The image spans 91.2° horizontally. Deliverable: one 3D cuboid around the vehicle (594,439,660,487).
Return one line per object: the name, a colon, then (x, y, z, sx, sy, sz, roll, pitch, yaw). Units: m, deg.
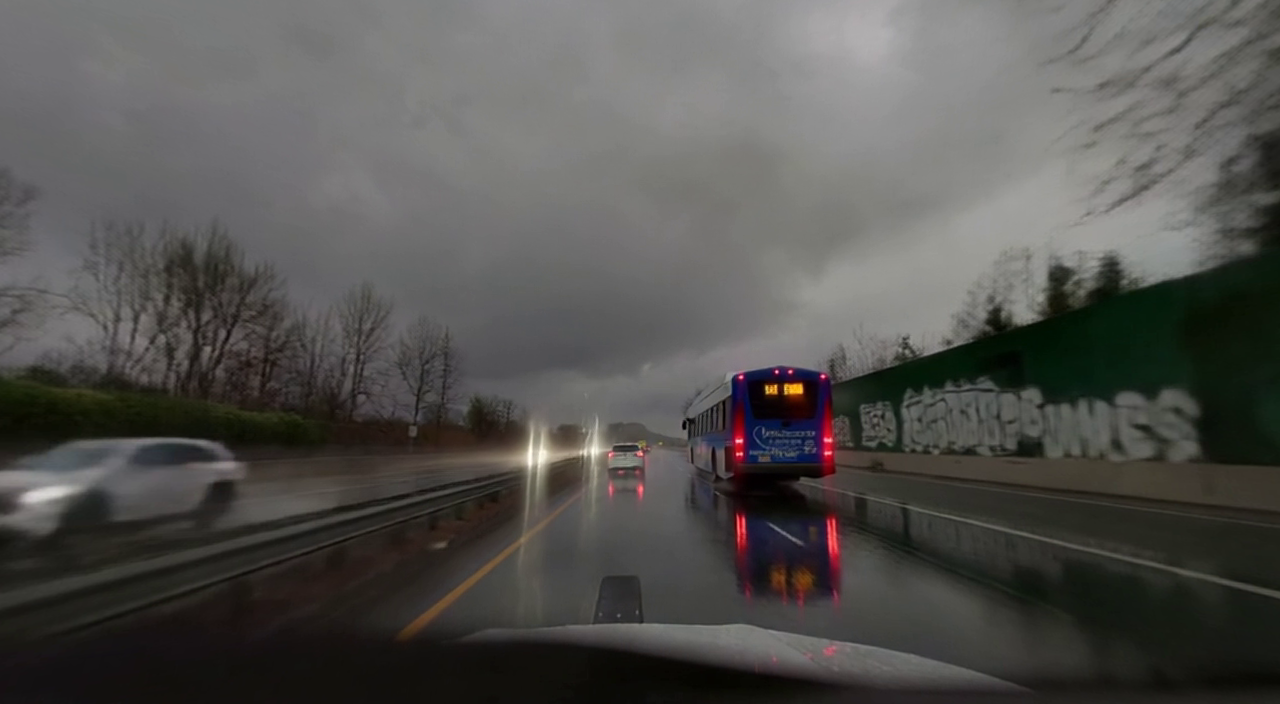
vehicle: (-0.384, 3.983, 22.736, 2.160, 1.532, 4.073, -1, -9, 1)

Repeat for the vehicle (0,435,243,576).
vehicle: (-8.557, 2.162, 9.577, 2.064, 1.648, 4.371, -1, -9, 0)

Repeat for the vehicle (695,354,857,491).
vehicle: (4.010, 2.753, 22.283, 3.055, 3.479, 12.521, -1, -9, 1)
